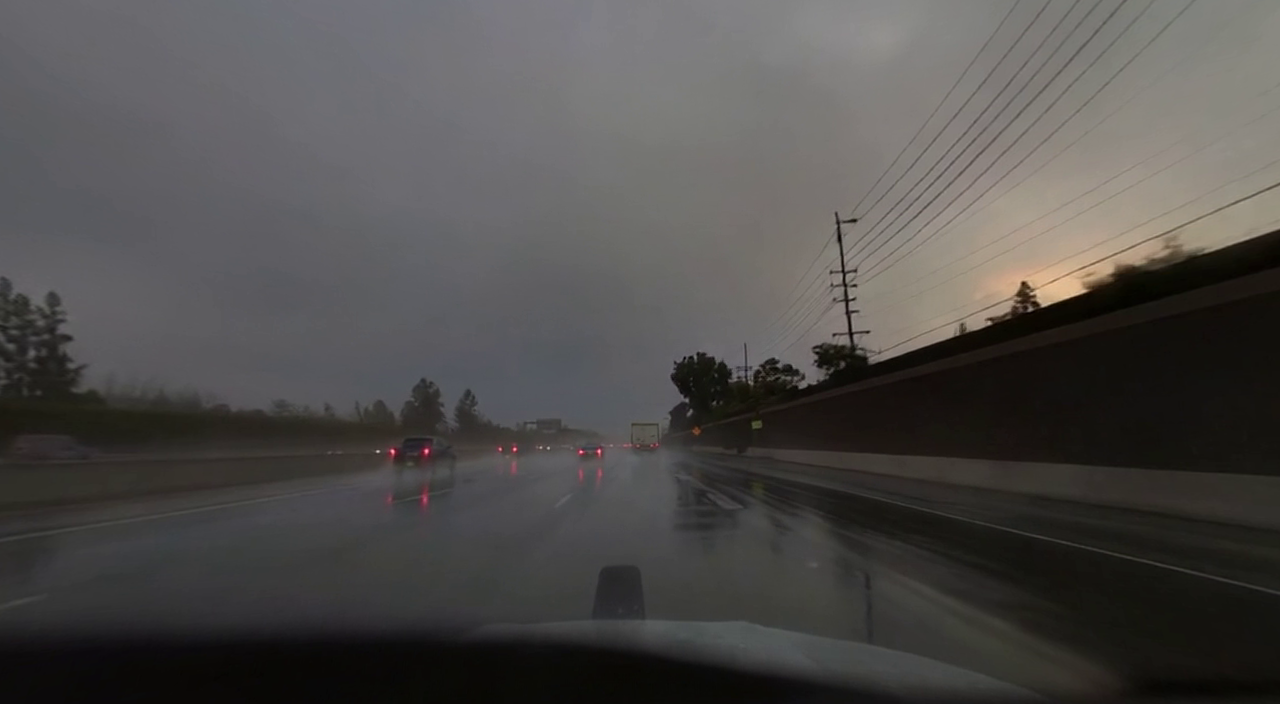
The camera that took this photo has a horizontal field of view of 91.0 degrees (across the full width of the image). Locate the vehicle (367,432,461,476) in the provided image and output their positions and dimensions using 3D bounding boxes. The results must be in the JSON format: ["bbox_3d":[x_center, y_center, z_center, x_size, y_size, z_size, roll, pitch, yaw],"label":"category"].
[{"bbox_3d":[-10.608,4.845,30.158,2.310,1.853,5.817,0,-9,1],"label":"vehicle"}]

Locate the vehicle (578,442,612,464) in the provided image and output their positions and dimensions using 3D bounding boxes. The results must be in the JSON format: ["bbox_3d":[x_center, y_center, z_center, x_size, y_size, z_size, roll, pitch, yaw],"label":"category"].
[{"bbox_3d":[-3.226,7.340,46.022,2.045,1.532,4.954,0,-9,1],"label":"vehicle"}]
